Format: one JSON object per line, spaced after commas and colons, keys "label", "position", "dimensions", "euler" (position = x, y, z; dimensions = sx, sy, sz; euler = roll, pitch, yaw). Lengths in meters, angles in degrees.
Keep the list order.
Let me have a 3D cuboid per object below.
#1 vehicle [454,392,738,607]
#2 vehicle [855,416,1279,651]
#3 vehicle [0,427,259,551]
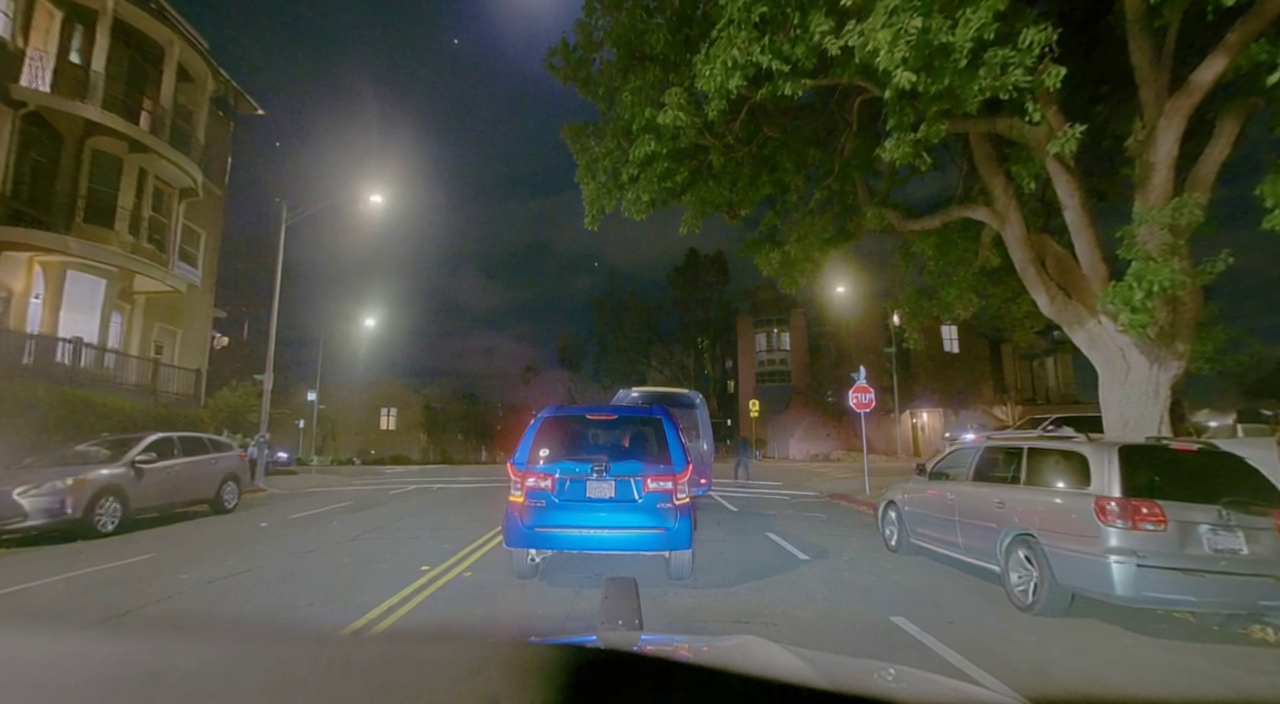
{"label": "vehicle", "position": [-0.379, 1.586, 7.702], "dimensions": [2.377, 1.787, 4.652], "euler": [0, -8, 0]}
{"label": "vehicle", "position": [4.218, 1.674, 6.904], "dimensions": [1.959, 1.581, 4.731], "euler": [4, -9, -2]}
{"label": "vehicle", "position": [-8.292, 2.010, 10.051], "dimensions": [1.825, 1.532, 4.083], "euler": [-3, -7, 2]}
